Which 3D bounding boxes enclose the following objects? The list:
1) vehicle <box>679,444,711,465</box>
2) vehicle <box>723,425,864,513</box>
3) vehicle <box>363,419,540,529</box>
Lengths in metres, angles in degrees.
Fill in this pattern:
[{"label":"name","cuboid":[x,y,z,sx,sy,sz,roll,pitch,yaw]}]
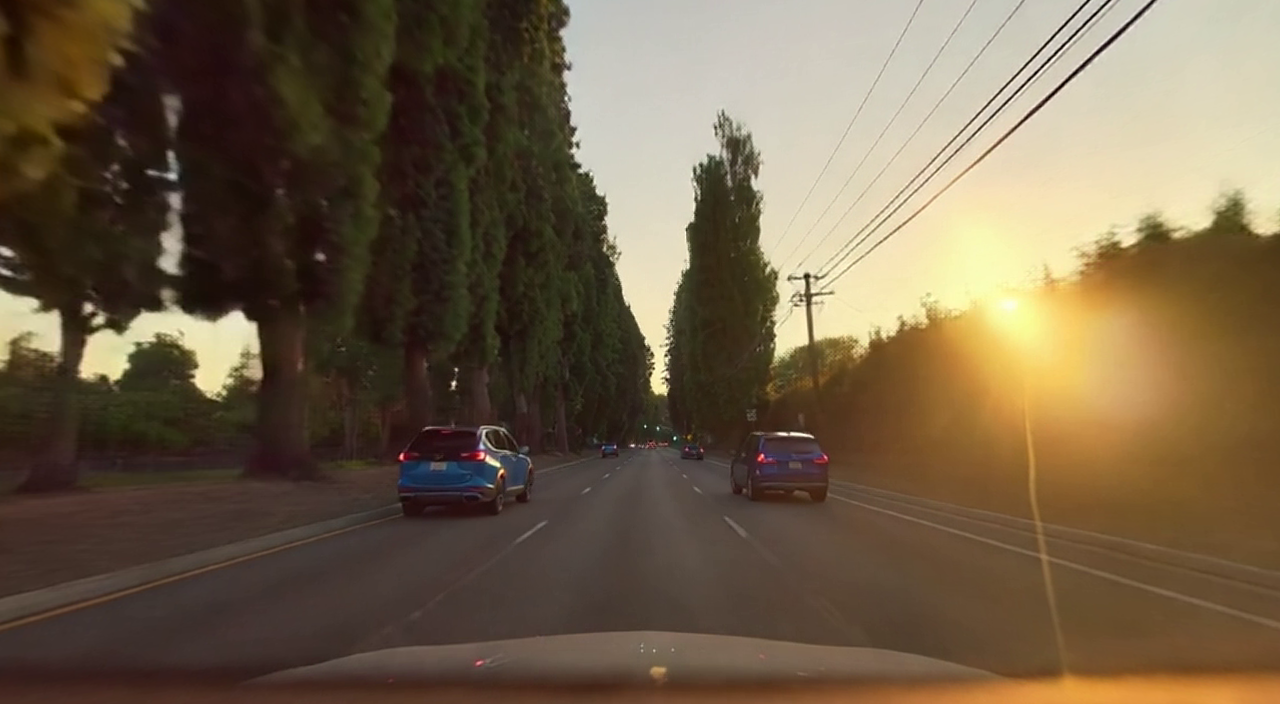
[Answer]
[{"label":"vehicle","cuboid":[3.955,7.411,45.842,1.906,1.468,4.422,0,-8,0]},{"label":"vehicle","cuboid":[3.383,2.687,14.951,2.182,1.744,4.464,0,-8,-1]},{"label":"vehicle","cuboid":[-3.482,2.350,12.713,2.104,1.785,4.494,0,-8,1]}]
